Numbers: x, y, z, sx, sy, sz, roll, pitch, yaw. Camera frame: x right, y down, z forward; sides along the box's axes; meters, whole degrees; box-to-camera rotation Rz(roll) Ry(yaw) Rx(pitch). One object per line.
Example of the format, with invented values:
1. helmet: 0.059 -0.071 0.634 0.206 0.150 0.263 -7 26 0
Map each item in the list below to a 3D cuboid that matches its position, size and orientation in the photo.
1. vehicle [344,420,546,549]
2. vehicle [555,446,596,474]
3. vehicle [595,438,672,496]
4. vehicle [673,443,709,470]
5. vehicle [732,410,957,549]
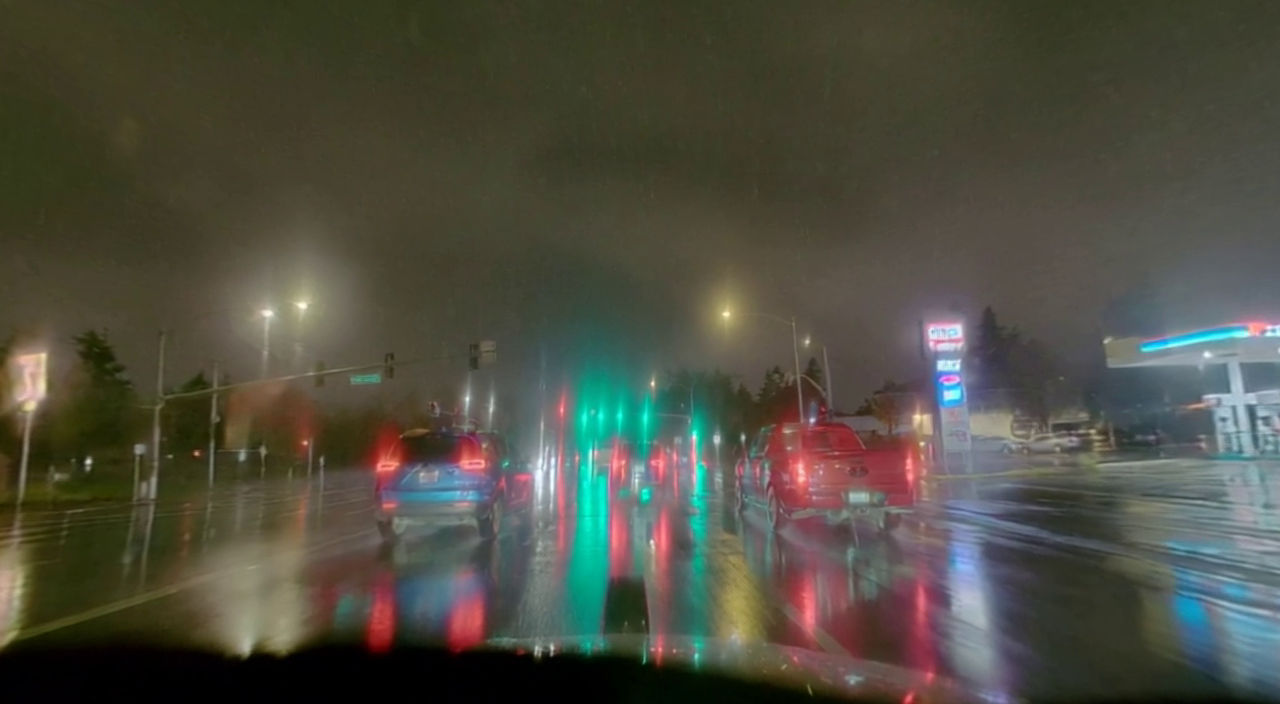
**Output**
1. vehicle: -2.981 2.126 10.771 2.019 1.731 4.299 0 -8 0
2. vehicle: -3.577 6.046 35.582 1.954 1.497 4.078 0 -8 -1
3. vehicle: -0.203 3.586 20.059 2.181 1.650 4.083 0 -8 -1
4. vehicle: 3.514 7.269 43.987 2.122 1.745 4.337 0 -8 0
5. vehicle: 3.169 2.129 11.290 2.161 1.868 5.321 0 -8 -1
